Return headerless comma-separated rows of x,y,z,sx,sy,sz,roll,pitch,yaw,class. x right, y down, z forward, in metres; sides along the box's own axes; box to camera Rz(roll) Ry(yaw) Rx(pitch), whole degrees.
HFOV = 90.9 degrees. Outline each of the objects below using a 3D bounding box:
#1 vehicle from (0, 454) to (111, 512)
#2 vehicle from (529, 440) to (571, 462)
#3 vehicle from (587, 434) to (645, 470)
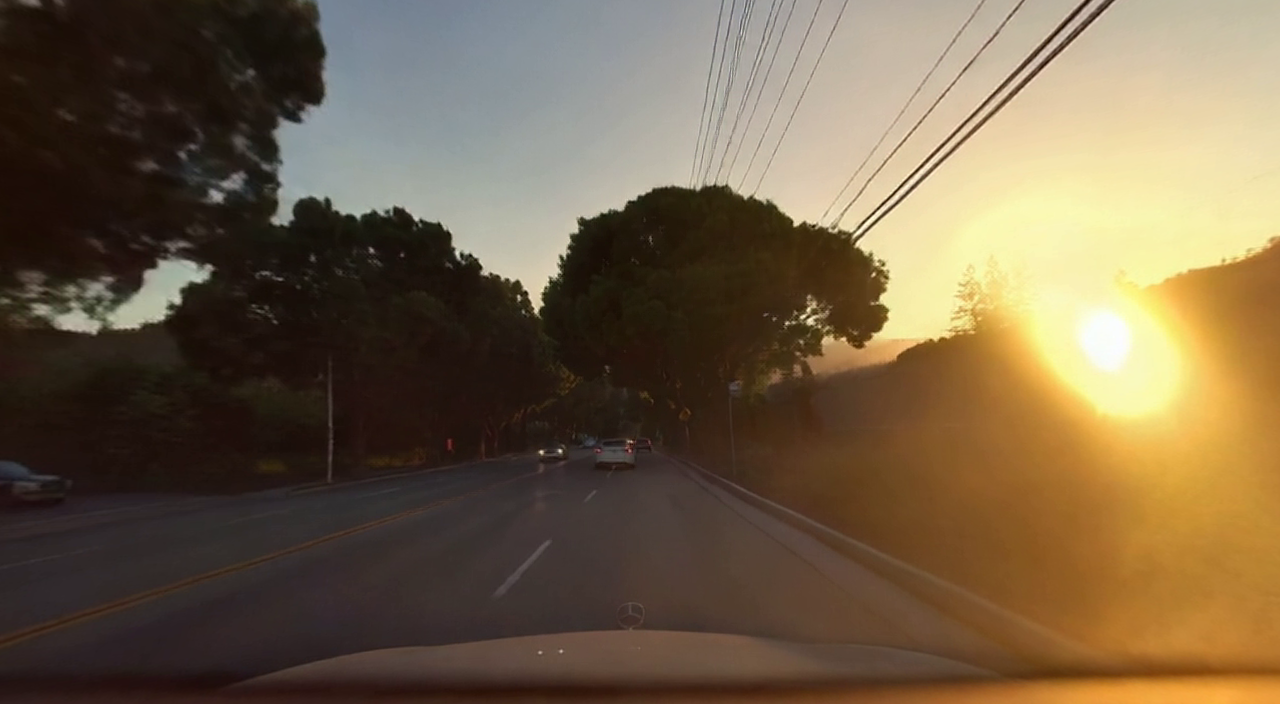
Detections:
-18.214,3.627,17.659,4.916,1.474,2.008,0,-8,0,vehicle
-6.220,6.865,43.995,2.142,1.436,4.612,-1,-8,2,vehicle
-0.982,4.463,28.279,2.153,1.461,4.374,-1,-8,3,vehicle
